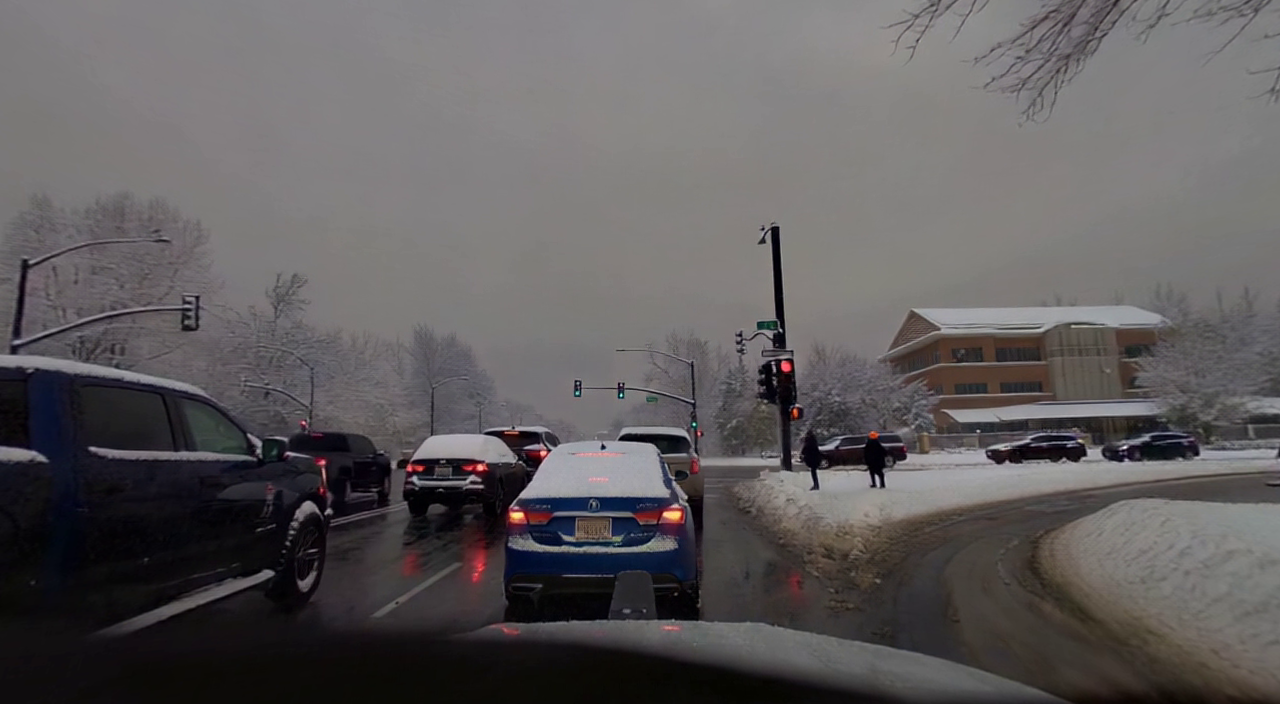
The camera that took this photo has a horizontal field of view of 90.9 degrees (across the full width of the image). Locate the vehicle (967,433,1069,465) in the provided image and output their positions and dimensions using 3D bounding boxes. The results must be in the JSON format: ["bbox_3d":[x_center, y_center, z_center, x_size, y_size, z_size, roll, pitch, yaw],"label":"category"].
[{"bbox_3d":[21.946,5.647,36.719,4.529,1.786,2.110,0,-9,2],"label":"vehicle"}]

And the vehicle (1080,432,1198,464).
[{"bbox_3d":[28.959,5.574,36.708,4.967,1.794,2.044,0,-9,2],"label":"vehicle"}]

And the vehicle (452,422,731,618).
[{"bbox_3d":[-0.379,1.631,7.149,2.144,1.497,4.446,0,-9,0],"label":"vehicle"}]

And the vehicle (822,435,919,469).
[{"bbox_3d":[12.211,5.332,33.626,4.394,1.724,1.886,0,-9,1],"label":"vehicle"}]

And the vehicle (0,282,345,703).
[{"bbox_3d":[-3.685,0.751,2.825,2.202,1.961,4.980,0,-9,1],"label":"vehicle"}]

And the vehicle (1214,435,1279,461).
[{"bbox_3d":[36.267,5.503,36.151,4.643,1.464,1.840,-1,-9,3],"label":"vehicle"}]
